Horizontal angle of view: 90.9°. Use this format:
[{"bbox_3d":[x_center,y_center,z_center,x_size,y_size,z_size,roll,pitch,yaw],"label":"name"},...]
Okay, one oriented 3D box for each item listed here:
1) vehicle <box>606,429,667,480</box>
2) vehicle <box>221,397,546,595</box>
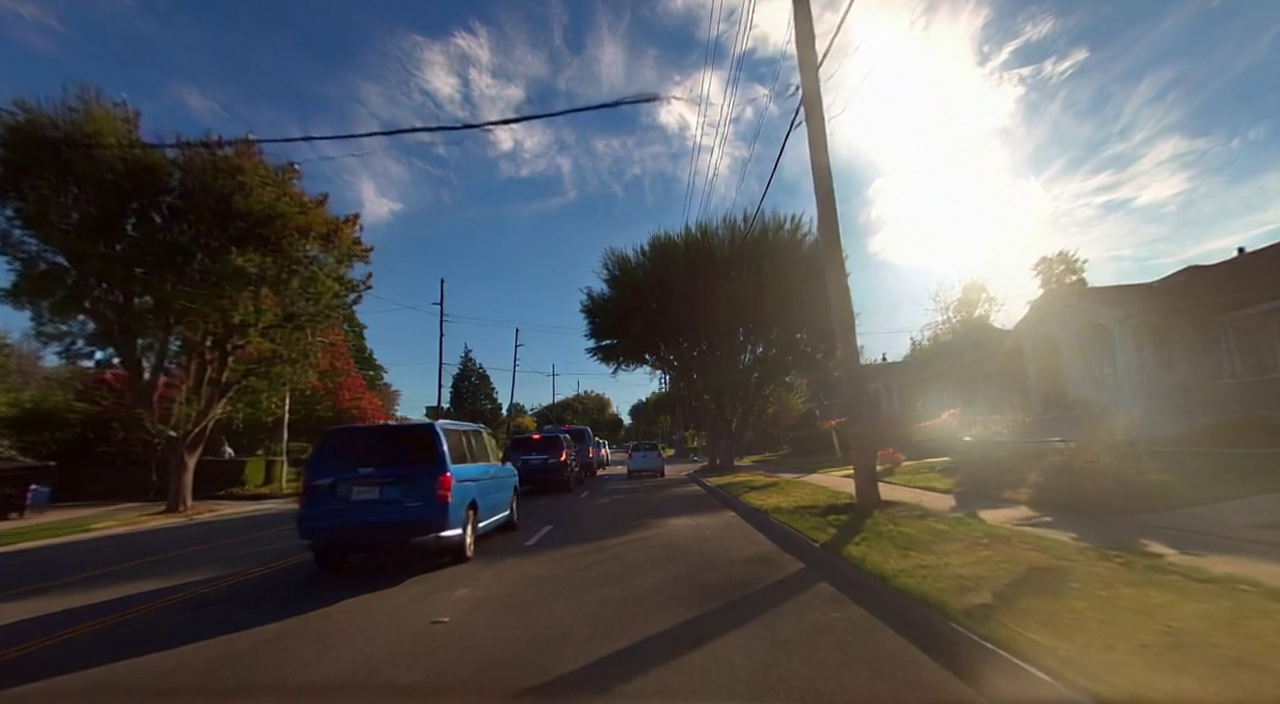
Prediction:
[{"bbox_3d":[-0.132,3.840,23.733,2.120,1.718,3.909,0,-9,0],"label":"vehicle"},{"bbox_3d":[-2.641,1.617,7.903,2.157,1.765,4.303,0,-9,1],"label":"vehicle"}]
